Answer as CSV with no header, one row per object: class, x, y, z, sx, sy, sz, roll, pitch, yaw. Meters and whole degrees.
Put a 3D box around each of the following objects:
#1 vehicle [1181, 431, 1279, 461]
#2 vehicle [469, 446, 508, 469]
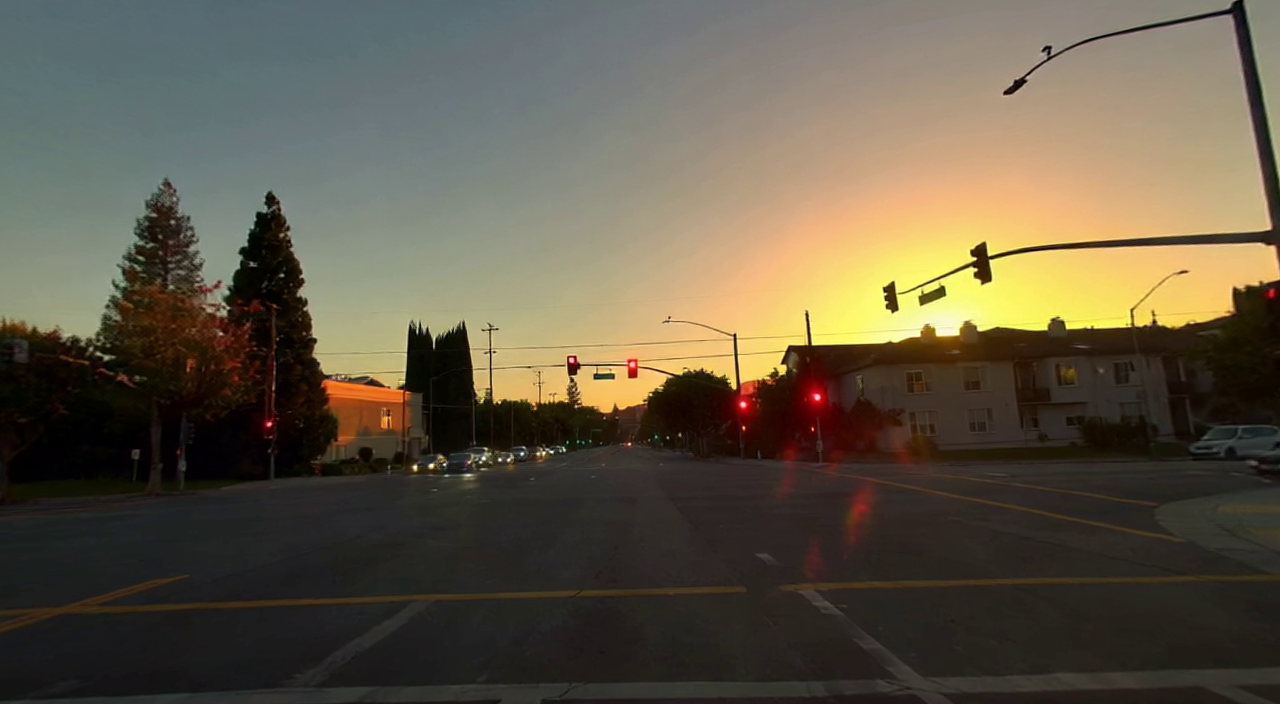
vehicle,31.321,4.887,33.016,4.318,1.488,1.870,0,-9,-1
vehicle,-10.693,7.459,44.758,1.881,1.509,3.377,0,-9,1
